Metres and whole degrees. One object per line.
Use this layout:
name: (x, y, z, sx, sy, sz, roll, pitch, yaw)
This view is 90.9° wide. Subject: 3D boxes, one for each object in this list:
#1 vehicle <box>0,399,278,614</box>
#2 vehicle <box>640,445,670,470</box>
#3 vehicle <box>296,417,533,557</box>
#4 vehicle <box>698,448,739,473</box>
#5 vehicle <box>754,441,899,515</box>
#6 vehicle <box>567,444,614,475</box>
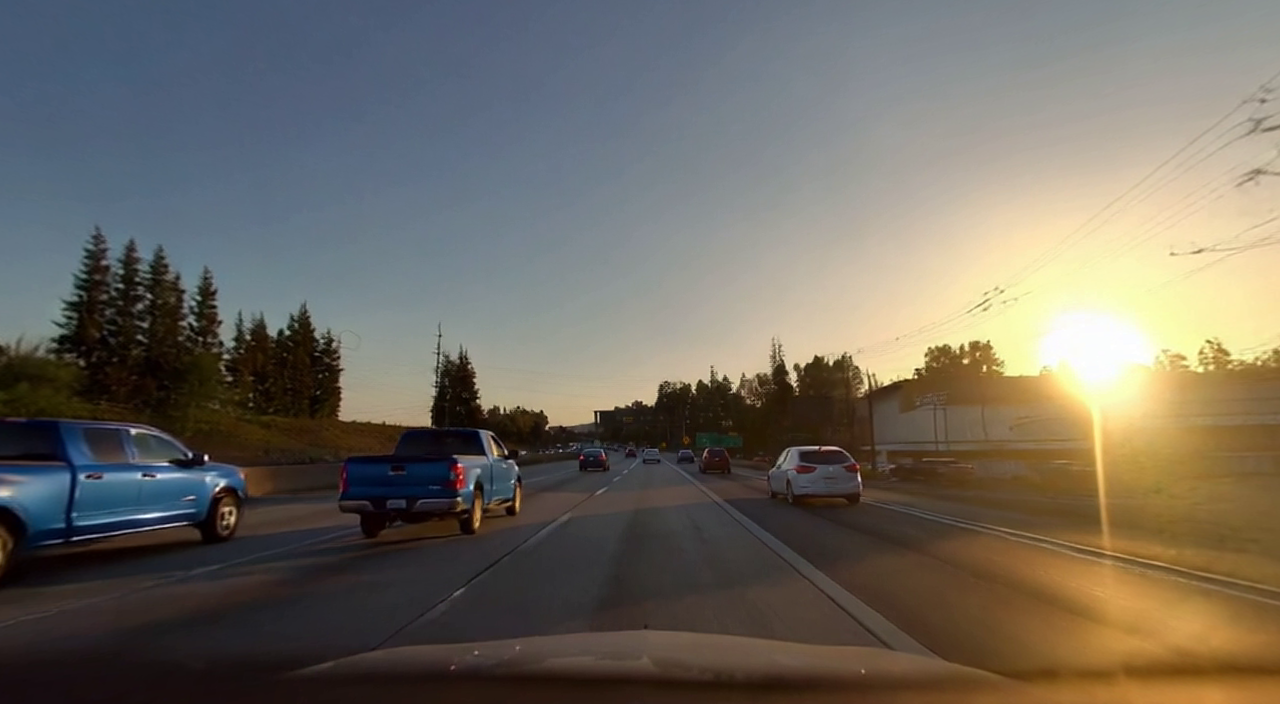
vehicle: (-6.627, 1.510, 6.697, 2.428, 1.812, 5.131, 0, -8, 1)
vehicle: (1.066, 7.692, 46.207, 2.080, 1.682, 4.150, 0, -8, 1)
vehicle: (-3.283, 2.065, 10.429, 2.146, 1.775, 4.553, 0, -8, 1)
vehicle: (4.938, 6.900, 40.498, 2.072, 1.456, 4.537, 0, -8, 0)
vehicle: (4.246, 2.923, 15.245, 2.111, 1.498, 4.466, 0, -8, 0)
vehicle: (-2.831, 6.284, 37.156, 2.209, 1.714, 4.576, 0, -8, 2)
